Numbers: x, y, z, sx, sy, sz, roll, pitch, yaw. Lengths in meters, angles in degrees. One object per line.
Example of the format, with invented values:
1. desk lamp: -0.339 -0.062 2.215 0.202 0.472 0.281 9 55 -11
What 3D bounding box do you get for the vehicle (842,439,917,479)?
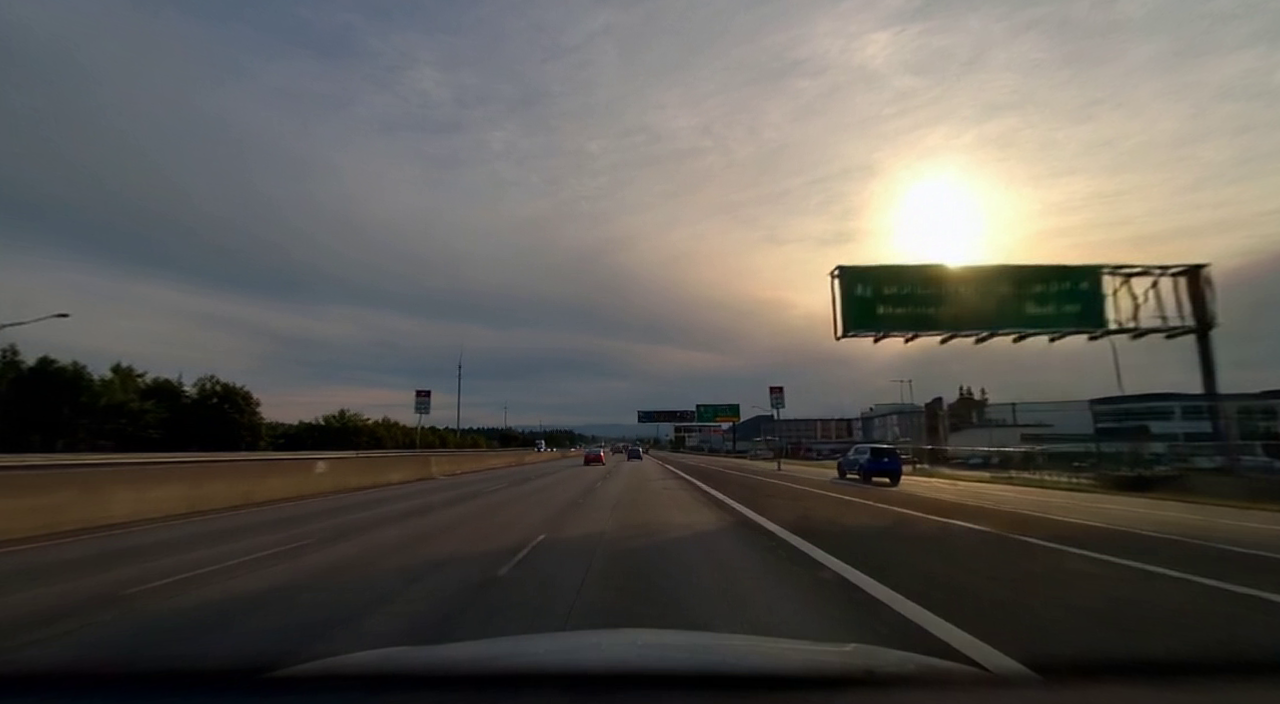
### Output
1. vehicle: 15.058 6.775 40.116 2.411 2.326 5.300 0 -9 -3
